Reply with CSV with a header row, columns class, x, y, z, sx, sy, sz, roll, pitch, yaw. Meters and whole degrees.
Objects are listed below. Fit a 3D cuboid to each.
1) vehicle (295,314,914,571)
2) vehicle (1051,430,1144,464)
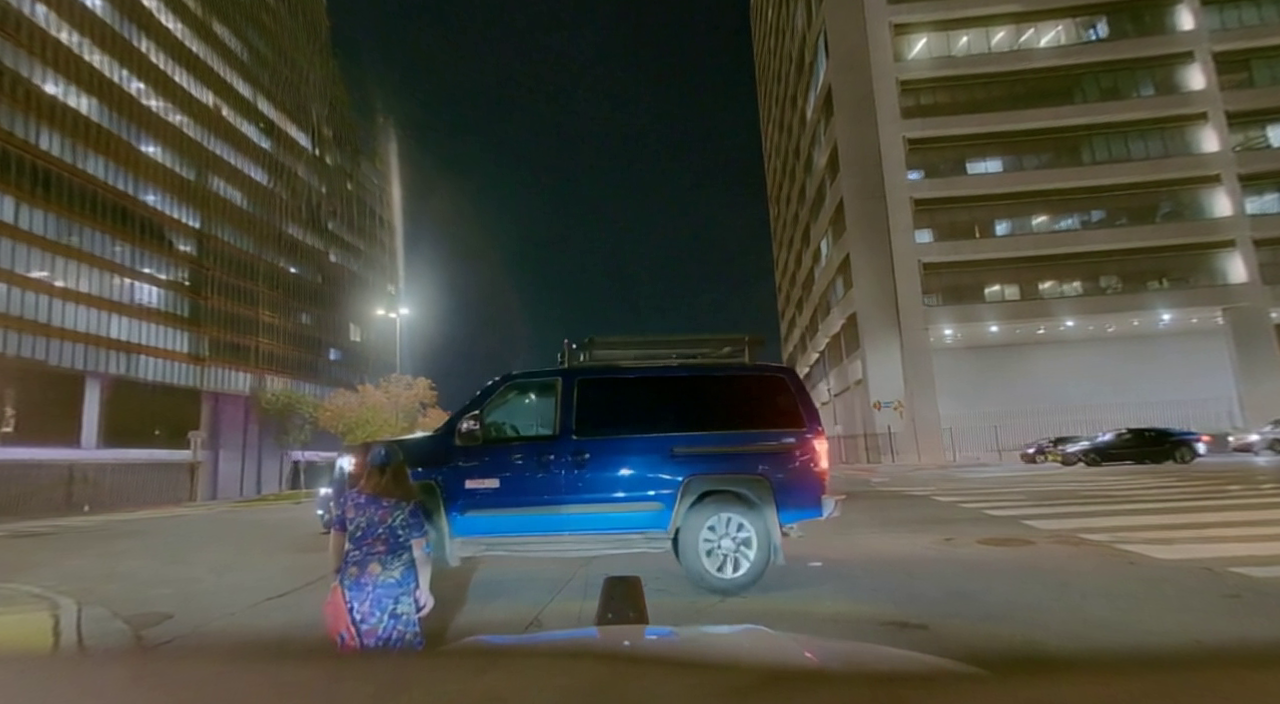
class,x,y,z,sx,sy,sz,roll,pitch,yaw
vehicle,-0.447,1.182,8.386,6.932,2.753,2.446,-1,-9,6
vehicle,24.526,5.119,33.928,3.827,1.677,1.898,-6,-10,33
